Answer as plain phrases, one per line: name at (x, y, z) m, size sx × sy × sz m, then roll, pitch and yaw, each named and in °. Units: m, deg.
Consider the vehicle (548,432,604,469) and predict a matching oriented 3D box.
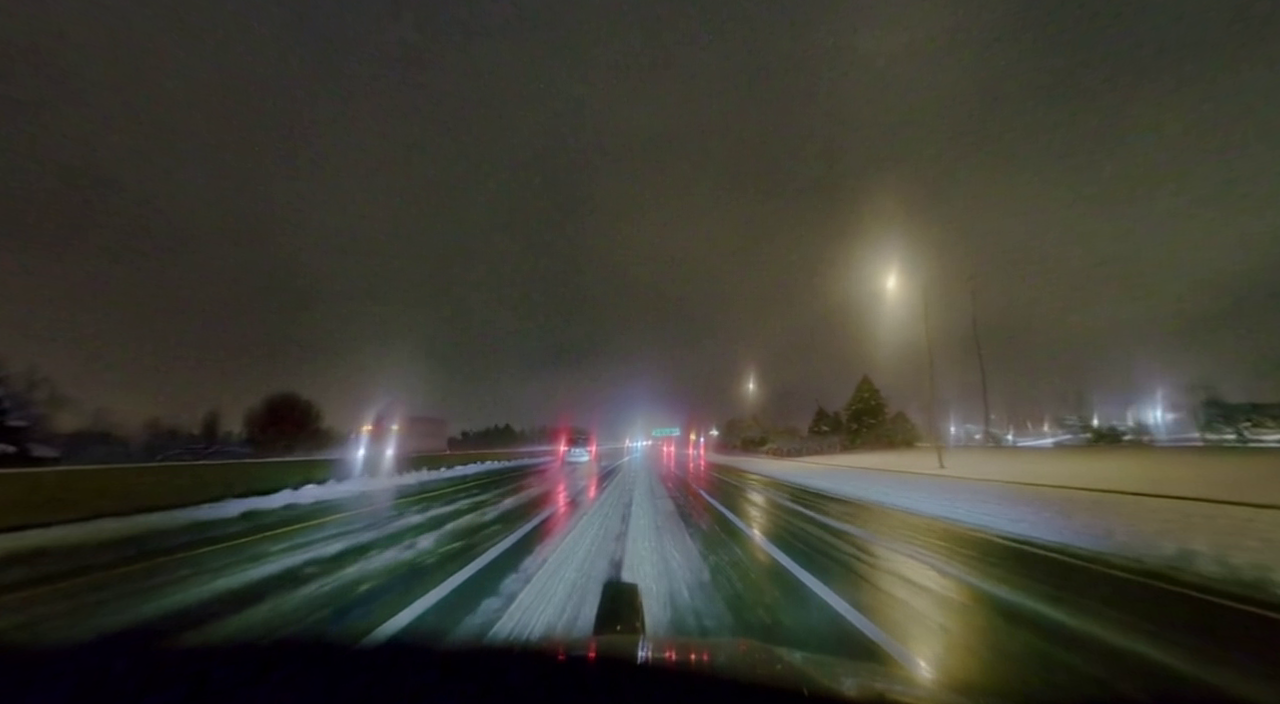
vehicle at (-3.571, 5.611, 36.203) m, size 2.431 × 1.928 × 5.760 m, roll 0°, pitch -8°, yaw 2°
